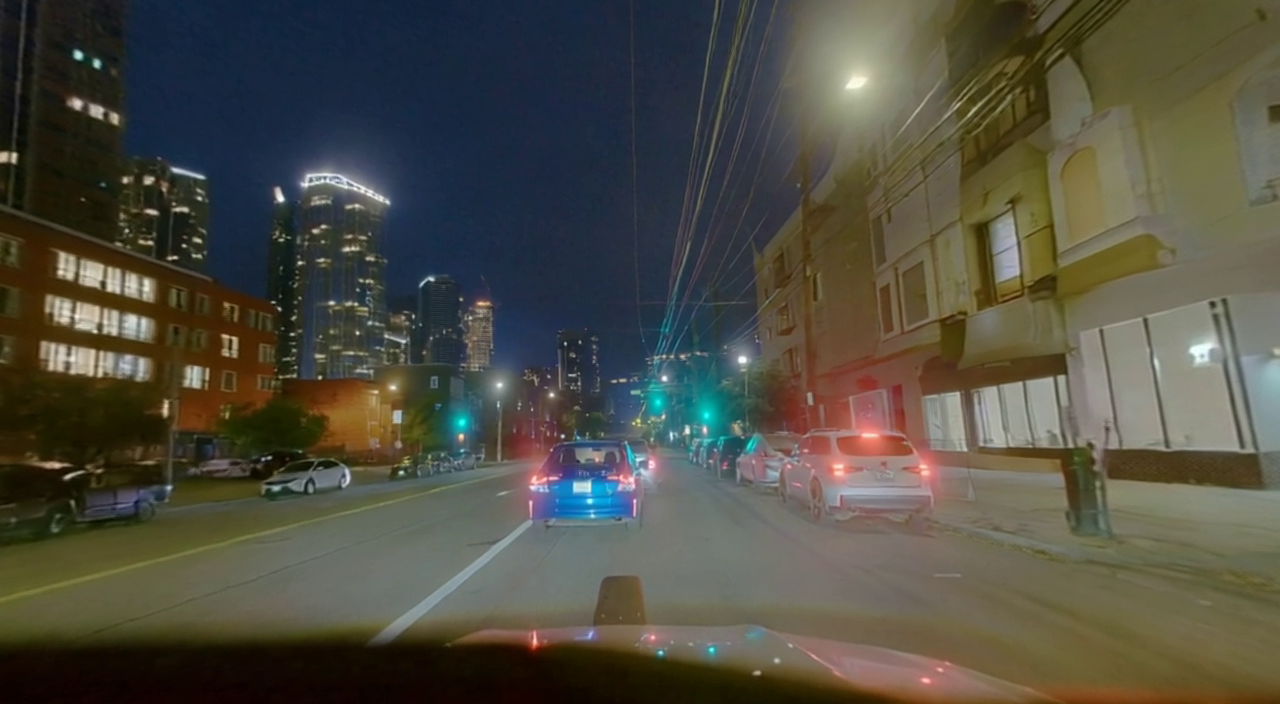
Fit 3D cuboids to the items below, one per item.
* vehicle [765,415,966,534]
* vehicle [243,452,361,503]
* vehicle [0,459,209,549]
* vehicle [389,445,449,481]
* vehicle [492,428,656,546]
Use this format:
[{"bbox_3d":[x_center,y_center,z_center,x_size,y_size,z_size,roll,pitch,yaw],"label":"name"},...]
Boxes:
[{"bbox_3d":[3.735,2.113,11.474,1.967,1.721,4.410,0,-8,-1],"label":"vehicle"},{"bbox_3d":[-12.018,4.441,22.834,1.868,1.491,4.367,-4,-9,0],"label":"vehicle"},{"bbox_3d":[-11.965,3.181,13.821,1.850,1.487,4.711,-3,-8,-1],"label":"vehicle"},{"bbox_3d":[-12.068,6.036,34.747,2.011,1.687,4.079,-4,-8,-2],"label":"vehicle"},{"bbox_3d":[-0.835,2.019,10.178,2.019,1.453,4.603,0,-8,-1],"label":"vehicle"}]
